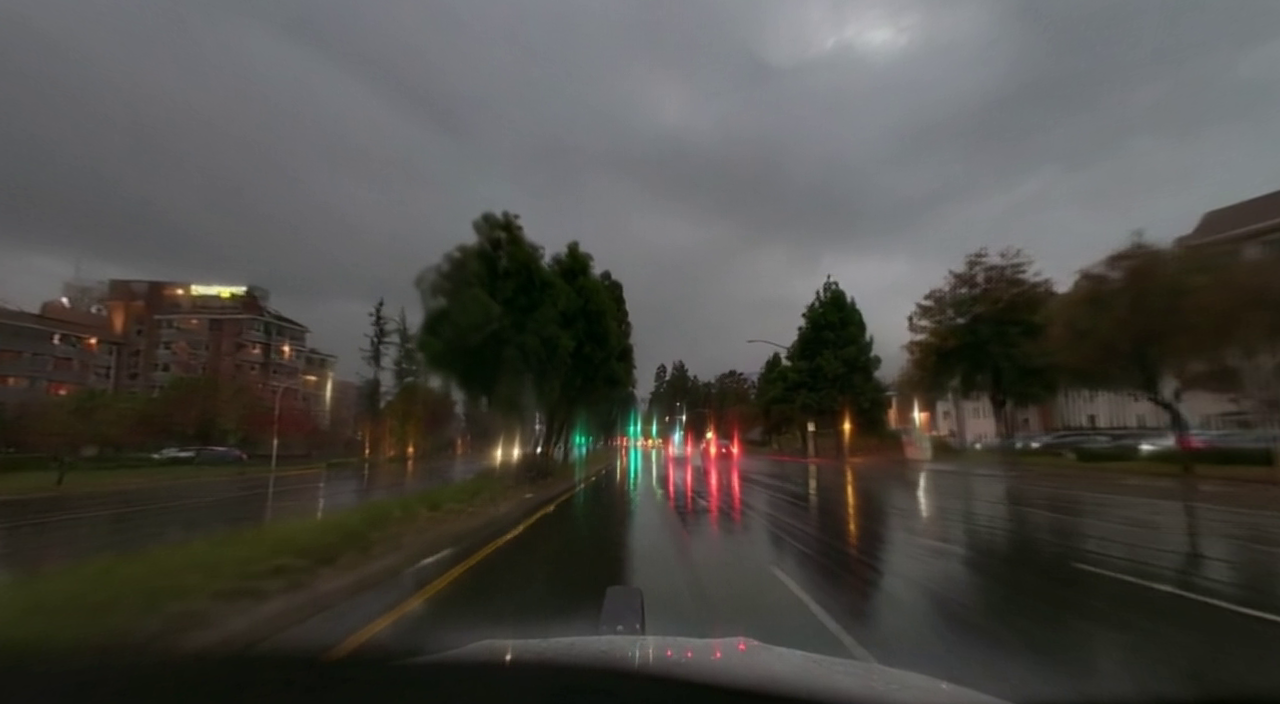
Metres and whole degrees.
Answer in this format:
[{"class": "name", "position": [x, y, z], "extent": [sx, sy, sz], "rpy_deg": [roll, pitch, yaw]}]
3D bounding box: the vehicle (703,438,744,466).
[{"class": "vehicle", "position": [5.632, 6.796, 43.046], "extent": [1.946, 1.773, 4.641], "rpy_deg": [1, -8, -2]}]

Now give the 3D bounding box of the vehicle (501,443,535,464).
[{"class": "vehicle", "position": [-9.552, 7.954, 49.893], "extent": [1.843, 1.564, 4.811], "rpy_deg": [0, -8, -1]}]

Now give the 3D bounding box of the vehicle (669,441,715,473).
[{"class": "vehicle", "position": [2.637, 5.467, 33.056], "extent": [1.917, 1.538, 4.259], "rpy_deg": [1, -8, -2]}]
